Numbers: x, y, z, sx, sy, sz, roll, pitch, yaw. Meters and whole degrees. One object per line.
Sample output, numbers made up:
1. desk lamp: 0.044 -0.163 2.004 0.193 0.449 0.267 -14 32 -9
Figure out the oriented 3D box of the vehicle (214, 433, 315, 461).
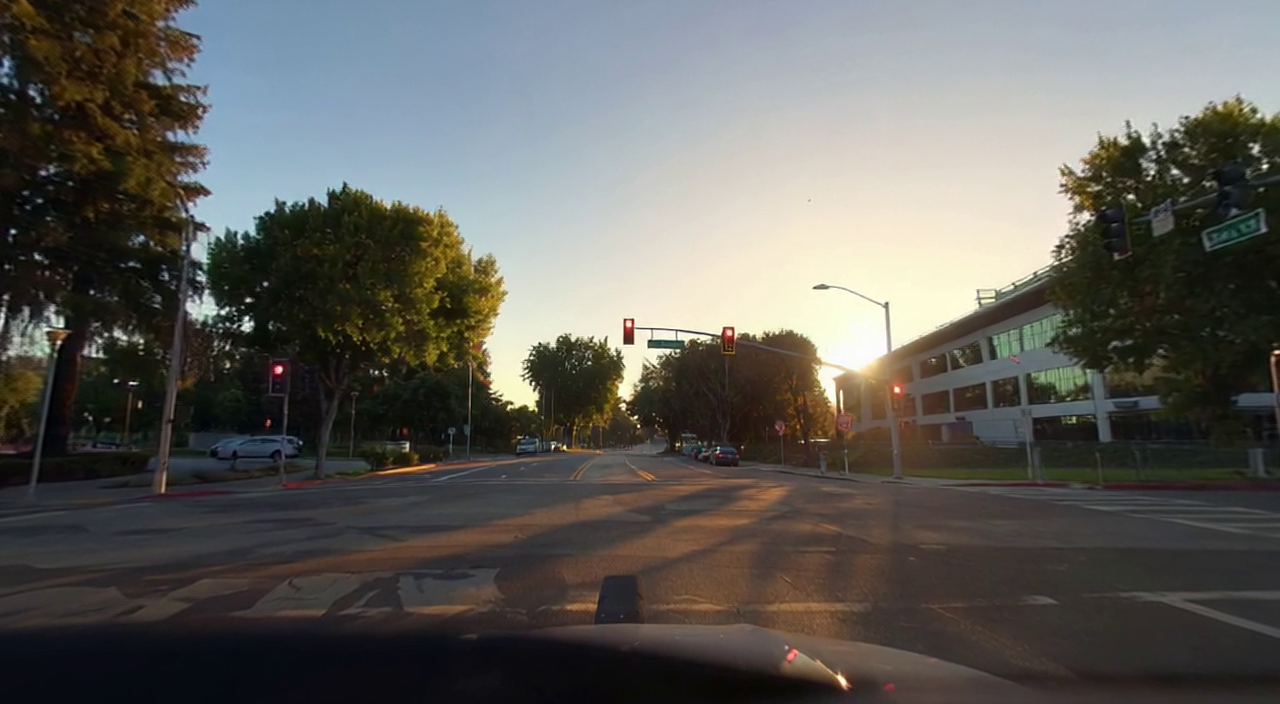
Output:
1. vehicle: -22.390 5.683 37.856 4.765 1.593 1.891 1 -9 -7
